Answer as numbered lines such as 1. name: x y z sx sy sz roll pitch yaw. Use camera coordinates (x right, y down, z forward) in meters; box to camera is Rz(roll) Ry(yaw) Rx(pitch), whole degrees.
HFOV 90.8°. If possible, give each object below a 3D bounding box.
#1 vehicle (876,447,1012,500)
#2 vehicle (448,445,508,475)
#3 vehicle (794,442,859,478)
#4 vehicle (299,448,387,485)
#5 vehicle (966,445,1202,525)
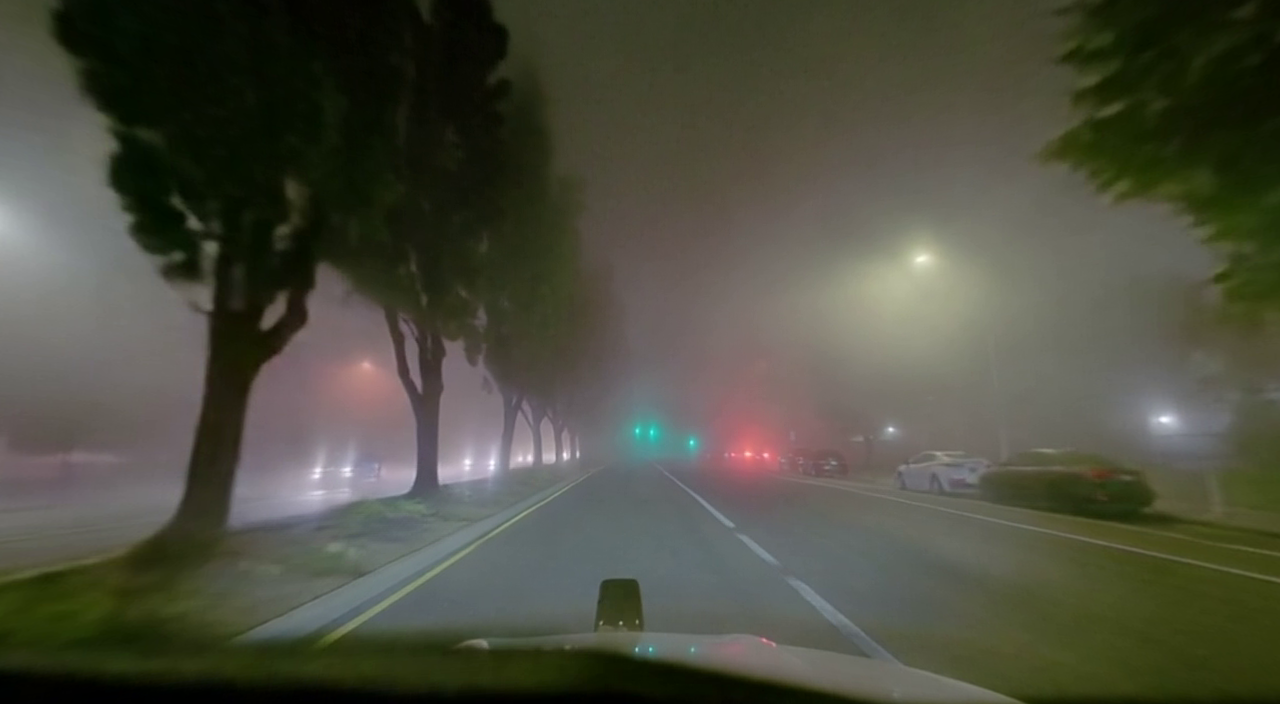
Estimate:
1. vehicle: 9.492 3.792 20.241 1.918 1.454 4.683 0 -8 -1
2. vehicle: -8.631 5.763 34.146 1.979 1.484 4.711 -1 -8 1
3. vehicle: 9.639 5.599 33.070 1.885 1.685 4.430 0 -8 -2
4. vehicle: -12.671 4.881 27.264 1.769 1.418 4.173 -1 -8 0
5. vehicle: 9.642 2.868 14.339 1.899 1.475 4.572 0 -8 -2
